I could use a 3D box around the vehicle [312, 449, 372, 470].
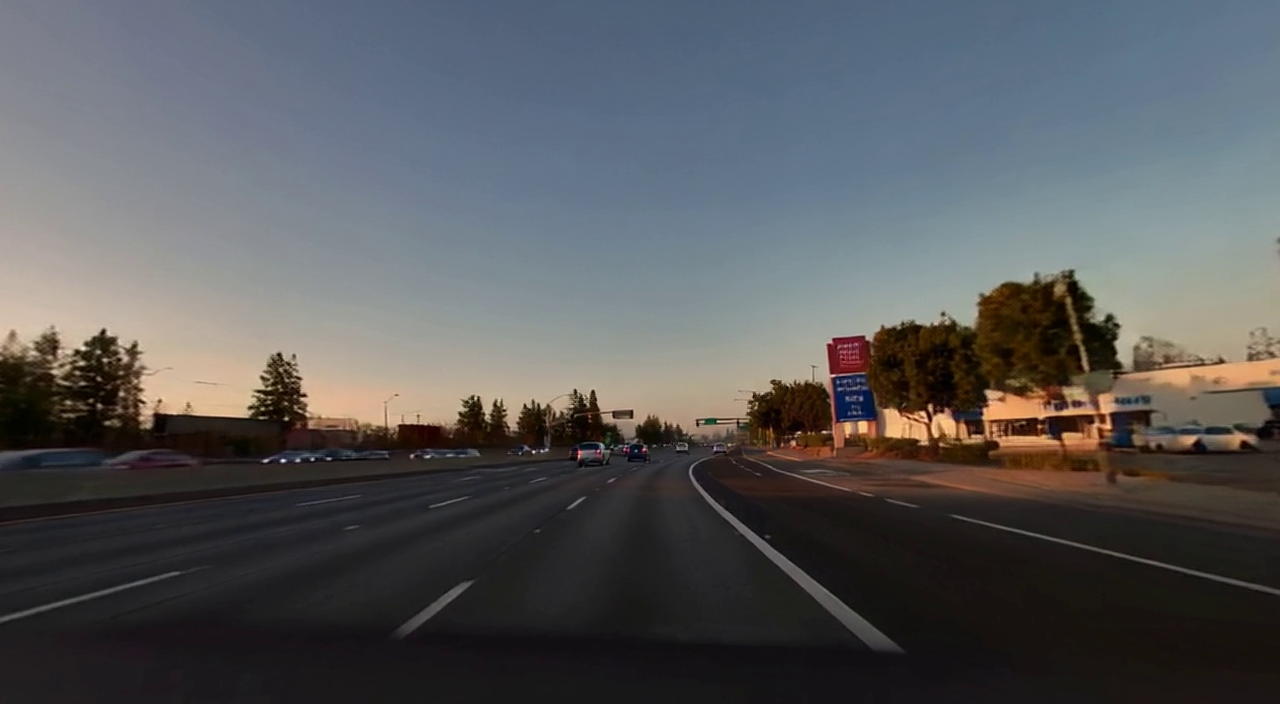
[{"bbox_3d":[-22.460,8.097,47.812,1.902,1.462,4.579,-1,-9,7],"label":"vehicle"}]

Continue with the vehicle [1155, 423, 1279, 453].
[{"bbox_3d":[30.476,4.609,33.377,4.650,1.484,1.920,-5,-10,26],"label":"vehicle"}]

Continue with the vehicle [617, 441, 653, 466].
[{"bbox_3d":[-0.299,7.494,46.764,2.139,1.782,4.079,-1,-9,7],"label":"vehicle"}]

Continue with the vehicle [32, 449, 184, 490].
[{"bbox_3d":[-21.256,4.686,25.569,1.897,1.444,4.685,-1,-9,3],"label":"vehicle"}]

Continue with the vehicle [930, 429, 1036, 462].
[{"bbox_3d":[18.084,4.959,33.570,4.577,1.460,1.937,-6,-9,20],"label":"vehicle"}]

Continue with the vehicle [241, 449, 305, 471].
[{"bbox_3d":[-26.519,7.802,45.807,1.854,1.526,4.216,-1,-9,6],"label":"vehicle"}]
